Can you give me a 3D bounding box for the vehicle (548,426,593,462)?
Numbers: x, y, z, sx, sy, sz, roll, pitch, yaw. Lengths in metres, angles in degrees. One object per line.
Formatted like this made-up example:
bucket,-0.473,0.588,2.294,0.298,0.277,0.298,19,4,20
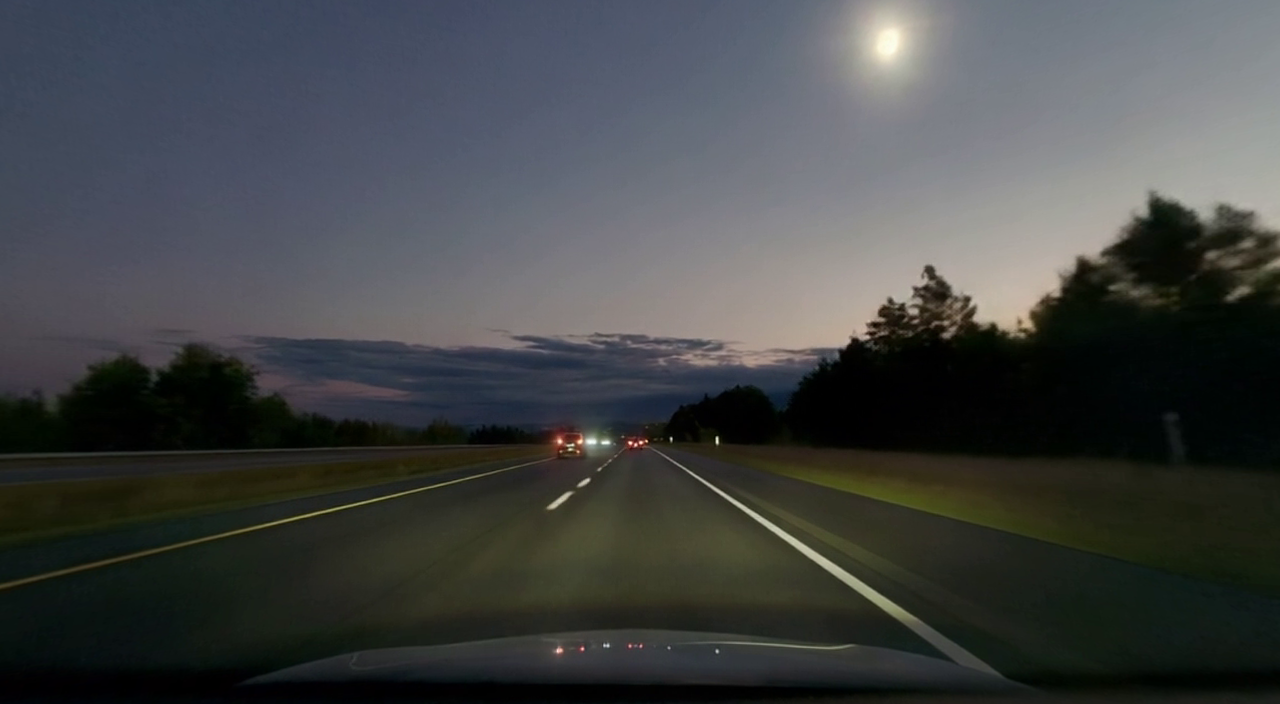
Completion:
vehicle,-4.160,5.660,38.602,2.241,2.034,4.890,0,-8,0
